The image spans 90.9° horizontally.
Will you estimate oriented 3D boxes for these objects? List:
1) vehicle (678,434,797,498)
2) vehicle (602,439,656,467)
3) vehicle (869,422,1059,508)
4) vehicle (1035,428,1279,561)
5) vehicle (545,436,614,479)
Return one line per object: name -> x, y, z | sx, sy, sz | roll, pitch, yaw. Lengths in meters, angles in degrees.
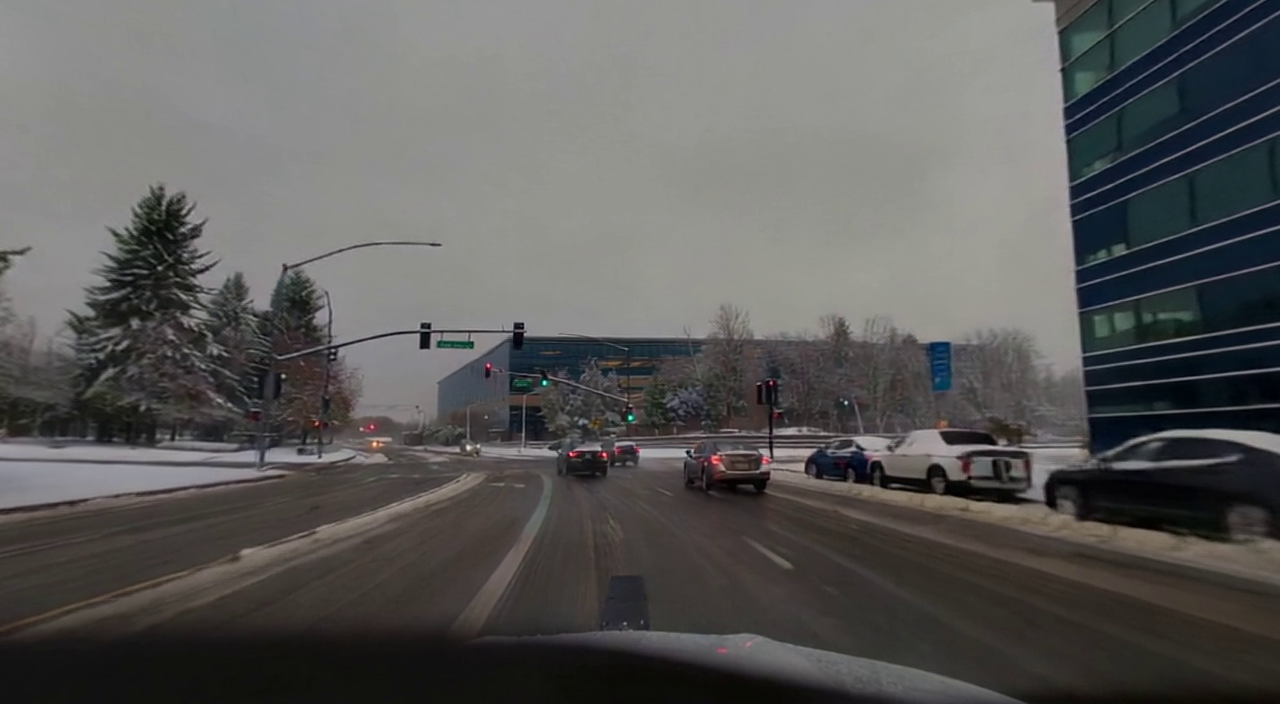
vehicle -> 2.447, 3.010, 17.107 | 1.984, 1.476, 4.488 | 1, -8, -8
vehicle -> -0.700, 5.584, 35.033 | 1.957, 1.463, 4.701 | 2, -9, -14
vehicle -> 7.067, 2.492, 14.339 | 1.825, 1.646, 4.070 | 1, -8, -6
vehicle -> 7.781, 1.766, 8.336 | 1.903, 1.432, 4.514 | 1, -8, -5
vehicle -> -2.566, 4.232, 25.557 | 2.308, 1.535, 4.811 | 2, -9, -11
